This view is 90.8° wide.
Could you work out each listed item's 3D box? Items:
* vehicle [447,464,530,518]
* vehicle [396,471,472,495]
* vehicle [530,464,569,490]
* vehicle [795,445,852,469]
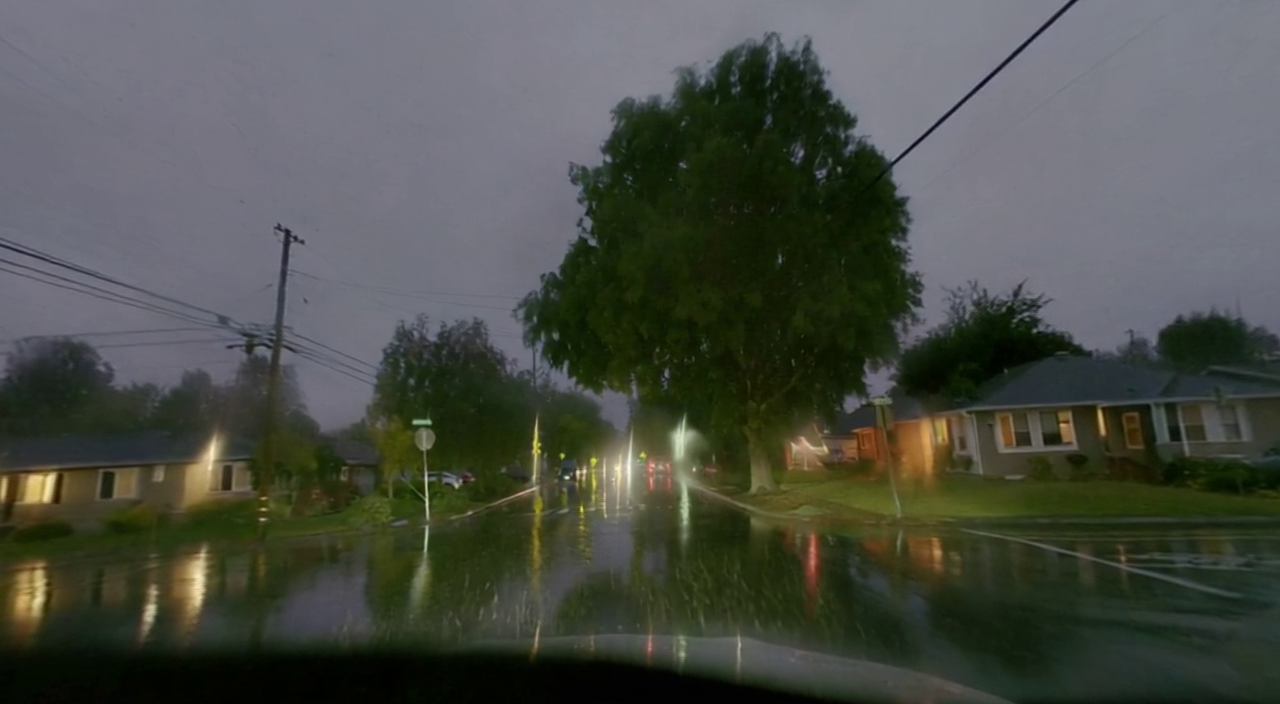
[{"bbox_3d":[-6.211,5.720,26.491,2.149,1.823,4.613,-6,-10,1],"label":"vehicle"},{"bbox_3d":[-14.218,9.027,43.605,4.601,1.486,1.876,-2,-9,12],"label":"vehicle"},{"bbox_3d":[-6.596,9.136,46.373,2.133,1.525,4.401,-4,-9,0],"label":"vehicle"},{"bbox_3d":[12.429,7.157,42.915,3.563,1.551,1.916,-2,-9,13],"label":"vehicle"}]
